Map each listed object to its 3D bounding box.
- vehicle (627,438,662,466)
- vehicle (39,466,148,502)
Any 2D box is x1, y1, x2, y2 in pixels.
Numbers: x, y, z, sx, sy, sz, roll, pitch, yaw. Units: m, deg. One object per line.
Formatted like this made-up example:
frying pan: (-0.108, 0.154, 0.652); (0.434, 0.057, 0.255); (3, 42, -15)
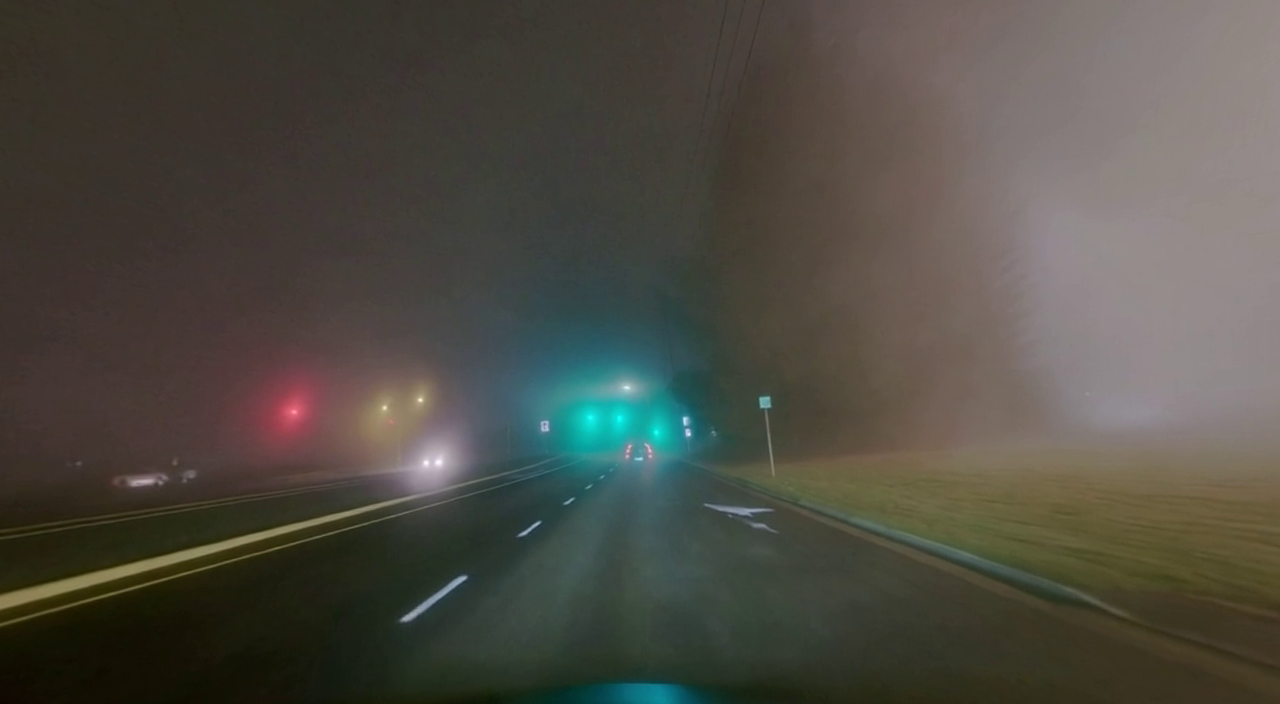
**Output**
vehicle: (0.235, 6.228, 39.469); (2.045, 1.613, 4.210); (0, -8, -1)
vehicle: (-29.766, 7.169, 34.633); (1.949, 1.702, 4.593); (1, -8, -3)
